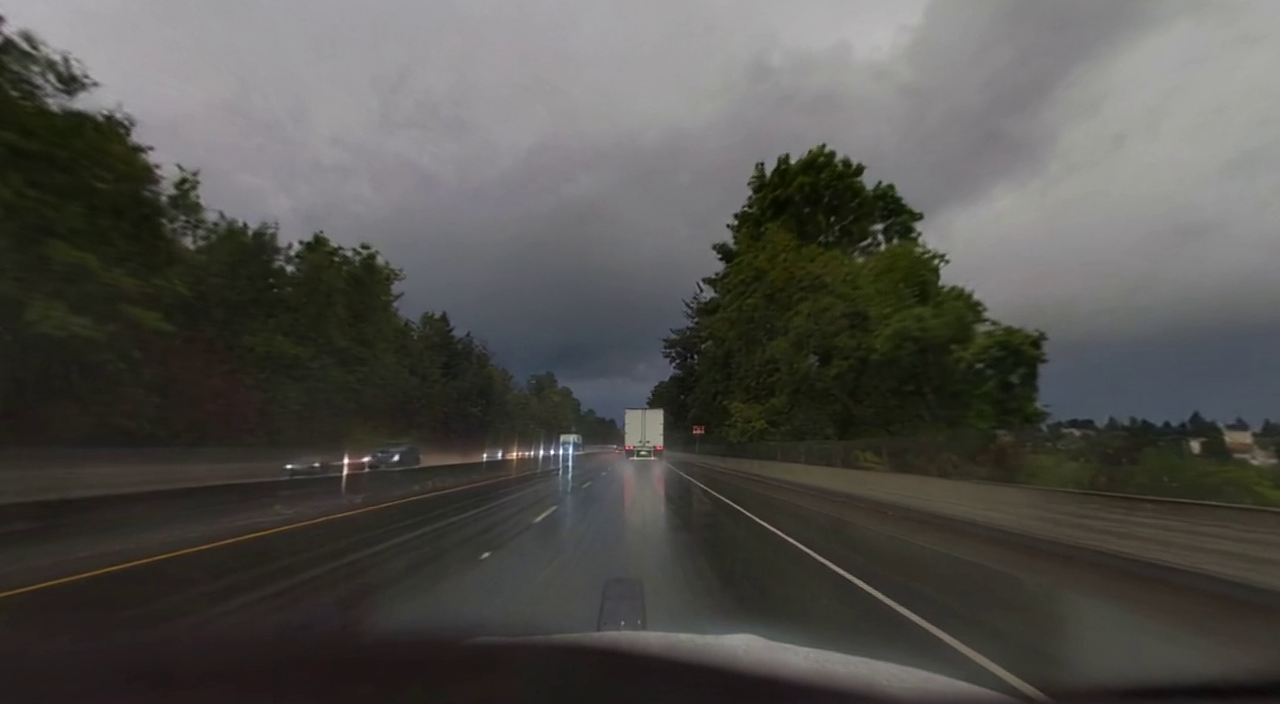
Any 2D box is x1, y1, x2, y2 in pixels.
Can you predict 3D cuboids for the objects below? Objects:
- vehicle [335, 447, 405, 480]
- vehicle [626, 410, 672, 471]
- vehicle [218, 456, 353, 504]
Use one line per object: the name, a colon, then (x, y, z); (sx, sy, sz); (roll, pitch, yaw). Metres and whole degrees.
vehicle: (-16.516, 6.848, 38.880); (2.068, 1.900, 4.792); (0, -9, 1)
vehicle: (0.659, 6.659, 46.843); (3.024, 3.965, 10.399); (0, -9, 1)
vehicle: (-12.049, 4.346, 21.826); (2.078, 1.410, 4.399); (0, -9, 0)
